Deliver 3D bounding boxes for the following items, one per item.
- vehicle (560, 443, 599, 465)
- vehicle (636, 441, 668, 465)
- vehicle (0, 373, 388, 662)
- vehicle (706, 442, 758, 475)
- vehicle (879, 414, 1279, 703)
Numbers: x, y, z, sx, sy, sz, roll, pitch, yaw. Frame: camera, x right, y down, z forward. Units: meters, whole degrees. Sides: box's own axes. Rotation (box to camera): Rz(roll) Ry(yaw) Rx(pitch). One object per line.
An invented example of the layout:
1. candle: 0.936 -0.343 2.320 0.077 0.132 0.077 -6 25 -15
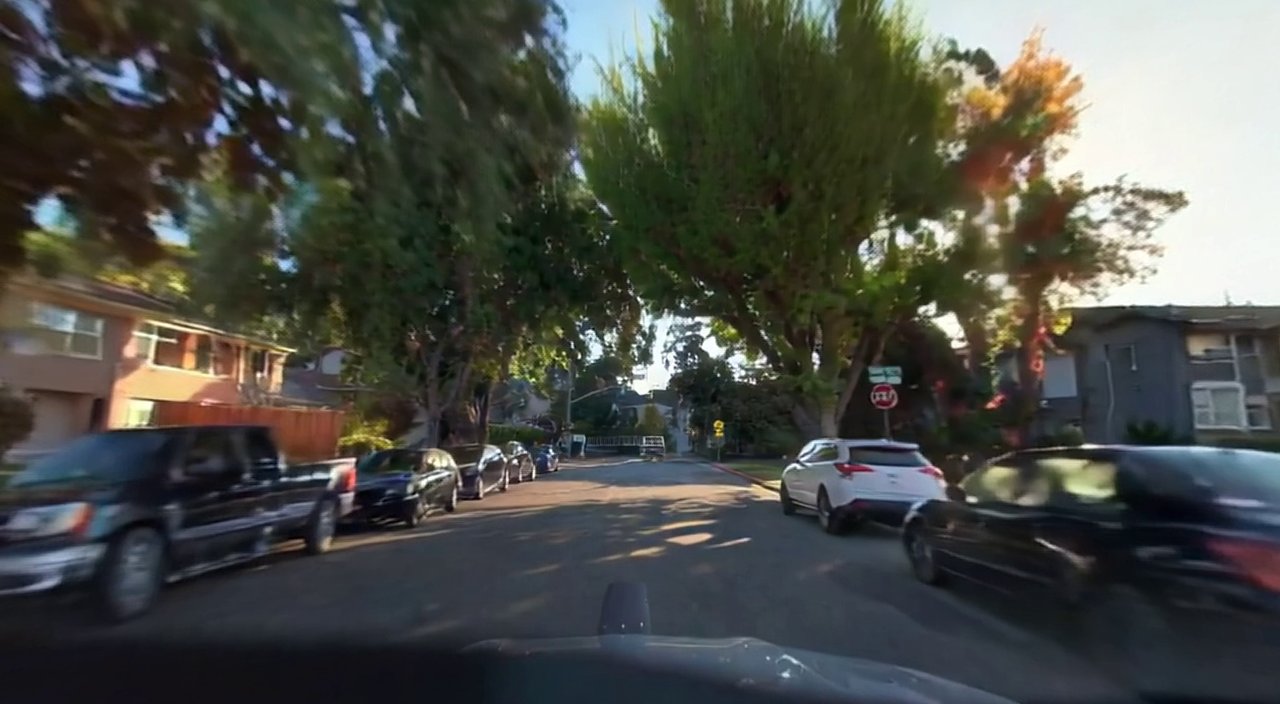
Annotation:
1. vehicle: -4.185 7.103 43.986 1.999 1.441 4.628 -1 -9 4
2. vehicle: 0.801 6.568 41.015 2.010 1.499 4.107 0 -9 2
3. vehicle: -4.745 1.396 6.558 2.162 1.857 4.758 2 -8 0
4. vehicle: 4.393 5.157 30.712 1.876 1.477 4.324 0 -8 0
5. vehicle: 3.675 1.354 4.823 1.987 1.518 4.686 0 -8 2
